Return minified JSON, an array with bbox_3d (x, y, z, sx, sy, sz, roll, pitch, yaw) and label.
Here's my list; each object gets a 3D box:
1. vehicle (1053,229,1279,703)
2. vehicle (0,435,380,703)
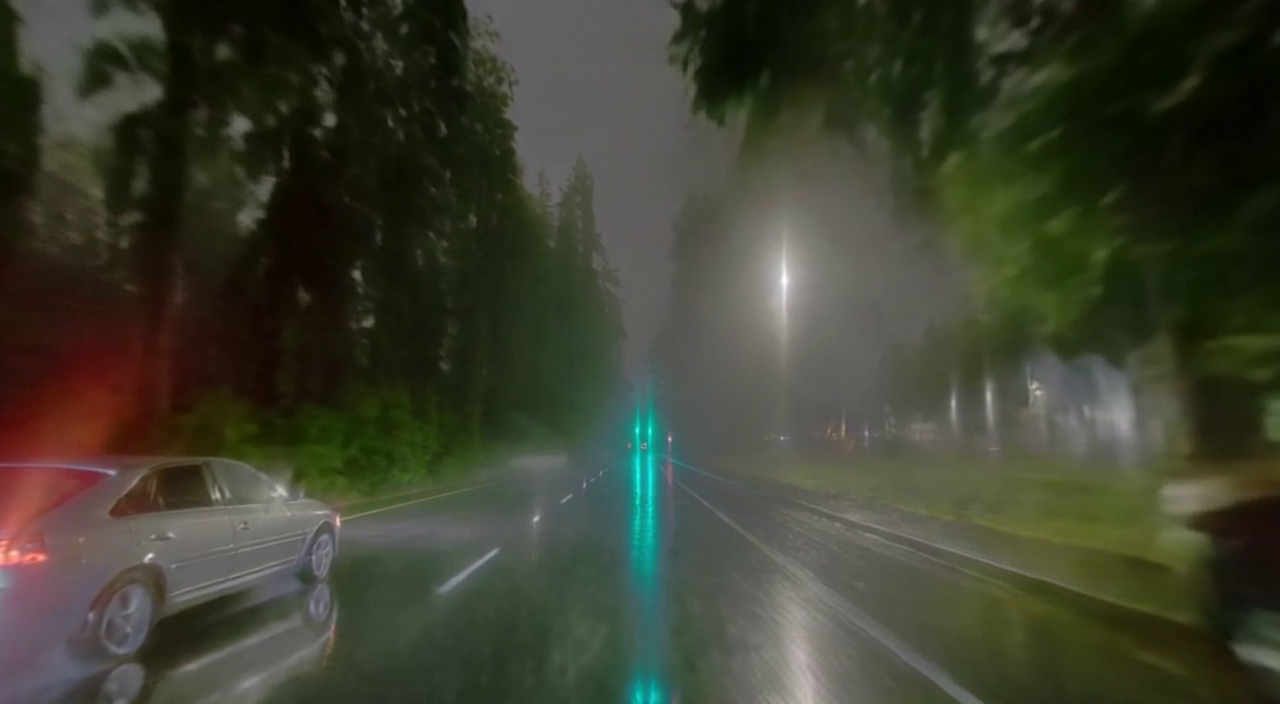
[{"bbox_3d":[4.349,0.325,1.032,2.554,2.388,6.973,0,-8,0],"label":"vehicle"},{"bbox_3d":[-4.049,1.462,5.310,1.946,1.437,4.154,0,-8,0],"label":"vehicle"}]
